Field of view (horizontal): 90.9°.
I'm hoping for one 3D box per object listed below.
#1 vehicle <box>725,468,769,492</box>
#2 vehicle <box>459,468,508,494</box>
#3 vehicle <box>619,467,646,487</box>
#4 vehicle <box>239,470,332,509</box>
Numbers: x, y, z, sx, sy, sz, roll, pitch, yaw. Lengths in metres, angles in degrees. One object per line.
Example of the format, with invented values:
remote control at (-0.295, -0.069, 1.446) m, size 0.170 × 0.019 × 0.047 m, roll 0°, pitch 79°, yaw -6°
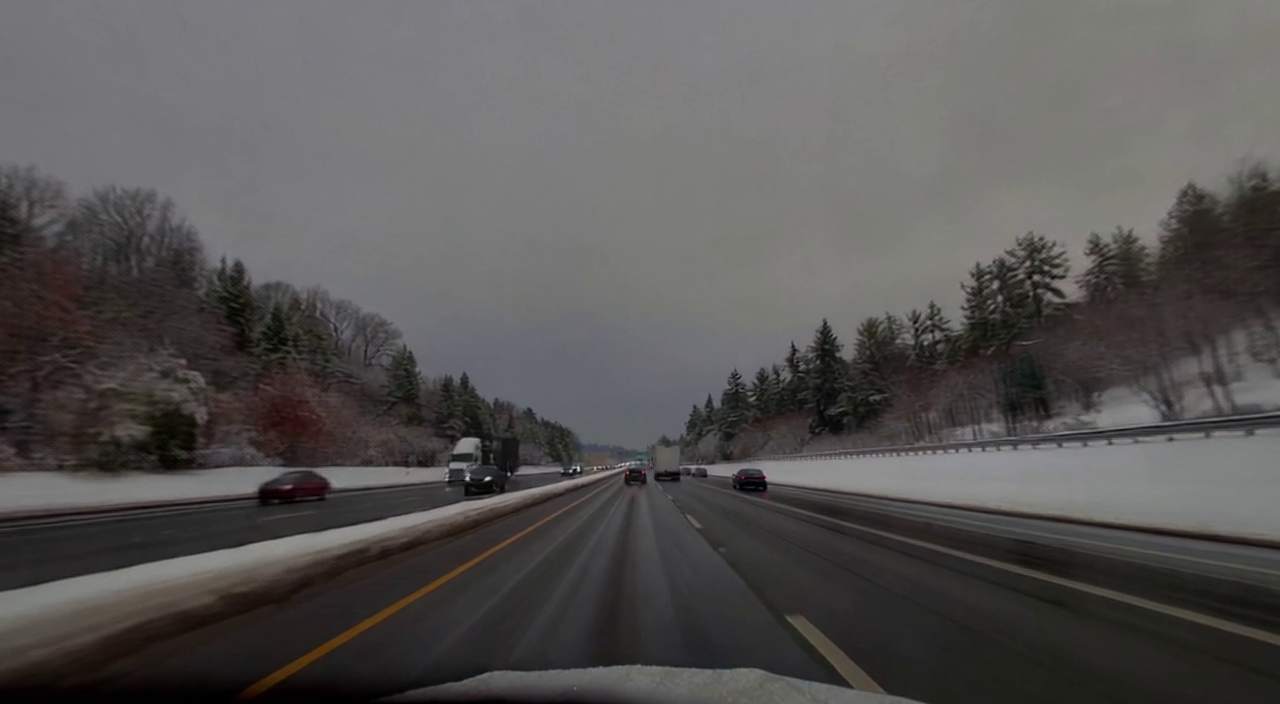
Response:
vehicle at (6.939, 8.355, 41.306) m, size 1.977 × 1.494 × 4.311 m, roll 1°, pitch -11°, yaw -2°
vehicle at (-9.782, 8.099, 39.771) m, size 1.931 × 1.502 × 4.561 m, roll 1°, pitch -11°, yaw -1°
vehicle at (-0.606, 9.874, 49.839) m, size 2.025 × 1.452 × 3.927 m, roll 1°, pitch -11°, yaw -1°
vehicle at (-14.589, 5.655, 26.148) m, size 1.784 × 1.434 × 3.576 m, roll 1°, pitch -11°, yaw -1°
